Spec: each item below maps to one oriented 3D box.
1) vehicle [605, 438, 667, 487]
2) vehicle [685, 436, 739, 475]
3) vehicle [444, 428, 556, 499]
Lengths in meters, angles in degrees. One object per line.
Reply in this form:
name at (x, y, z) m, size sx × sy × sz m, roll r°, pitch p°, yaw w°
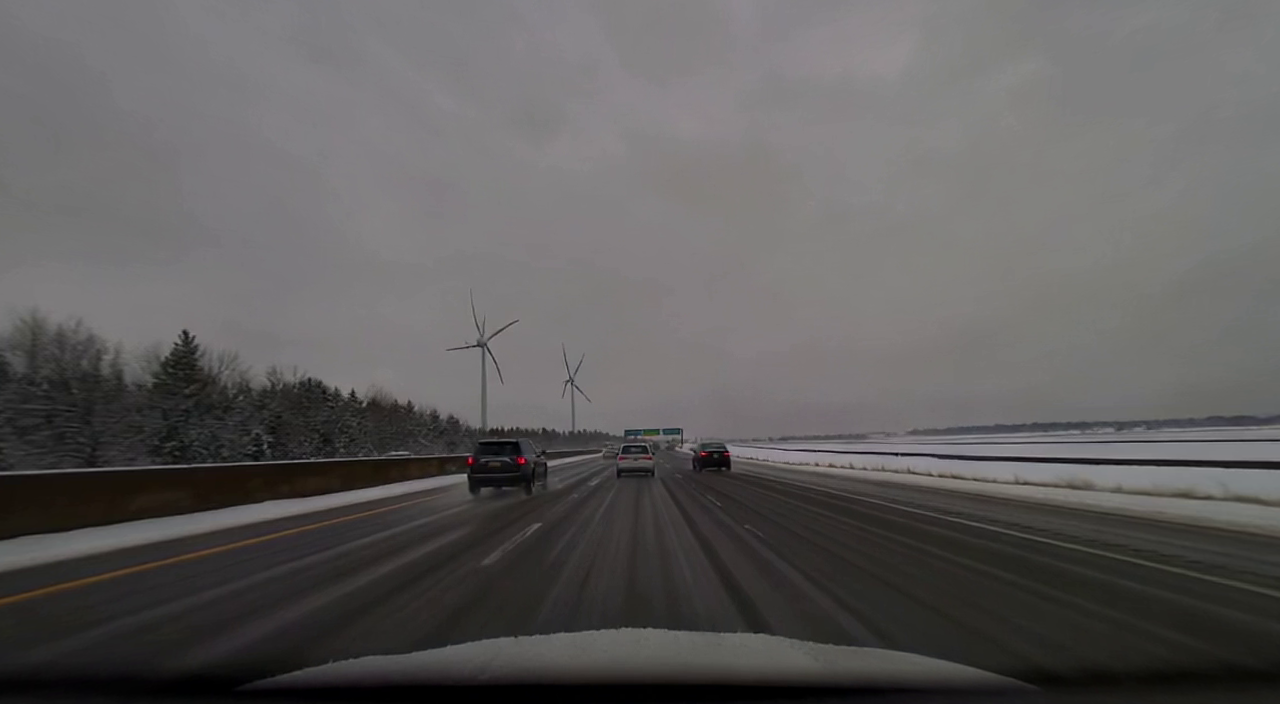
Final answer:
vehicle at (-0.148, 4.048, 23.322) m, size 2.083 × 1.653 × 3.787 m, roll 0°, pitch -9°, yaw 0°
vehicle at (3.632, 5.354, 32.674) m, size 2.104 × 1.861 × 4.956 m, roll 0°, pitch -9°, yaw -1°
vehicle at (-3.886, 3.200, 18.412) m, size 2.131 × 1.784 × 4.635 m, roll 0°, pitch -9°, yaw 1°
